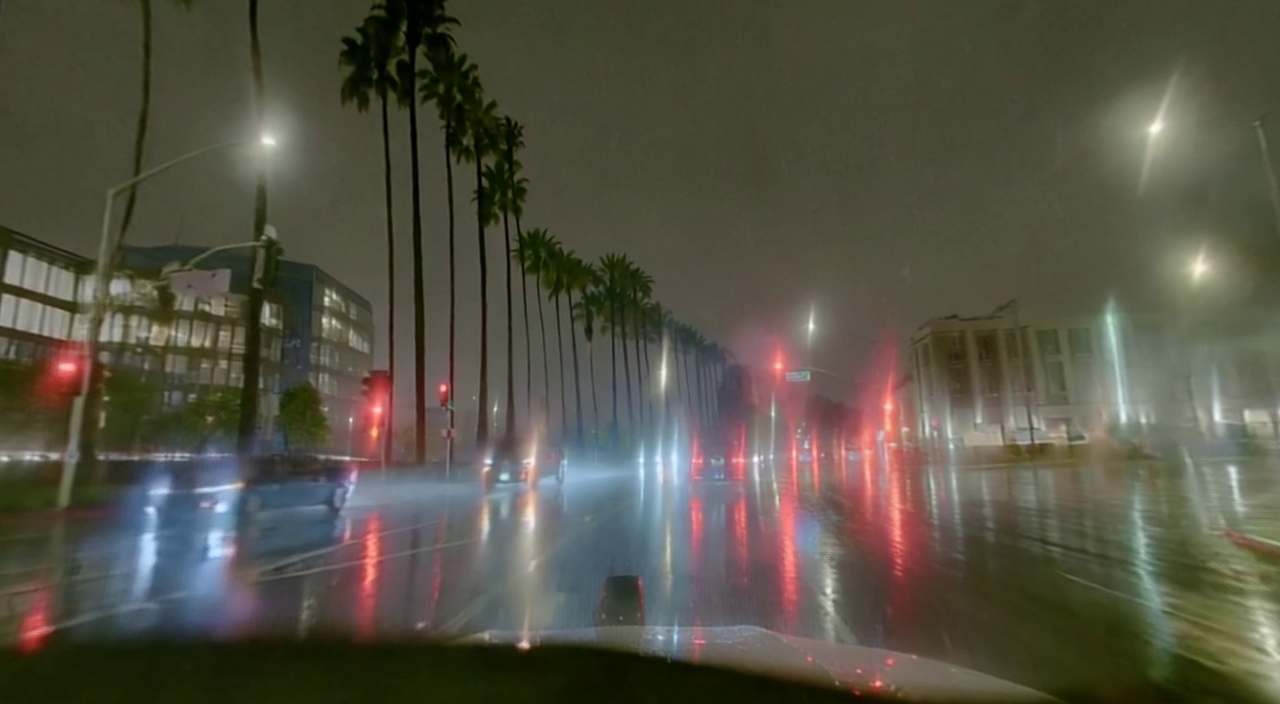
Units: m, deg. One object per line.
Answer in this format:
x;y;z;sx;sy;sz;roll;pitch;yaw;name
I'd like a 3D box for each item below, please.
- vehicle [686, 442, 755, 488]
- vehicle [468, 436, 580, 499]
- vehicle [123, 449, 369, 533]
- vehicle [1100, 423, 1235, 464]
3.046;4.085;23.210;2.096;1.492;4.071;-2;-9;13;vehicle
-3.499;3.594;20.089;2.013;1.746;4.366;-2;-9;11;vehicle
-8.138;2.866;13.729;2.012;1.467;4.592;-1;-9;7;vehicle
25.583;4.441;30.736;5.049;1.861;2.081;1;-9;-9;vehicle
